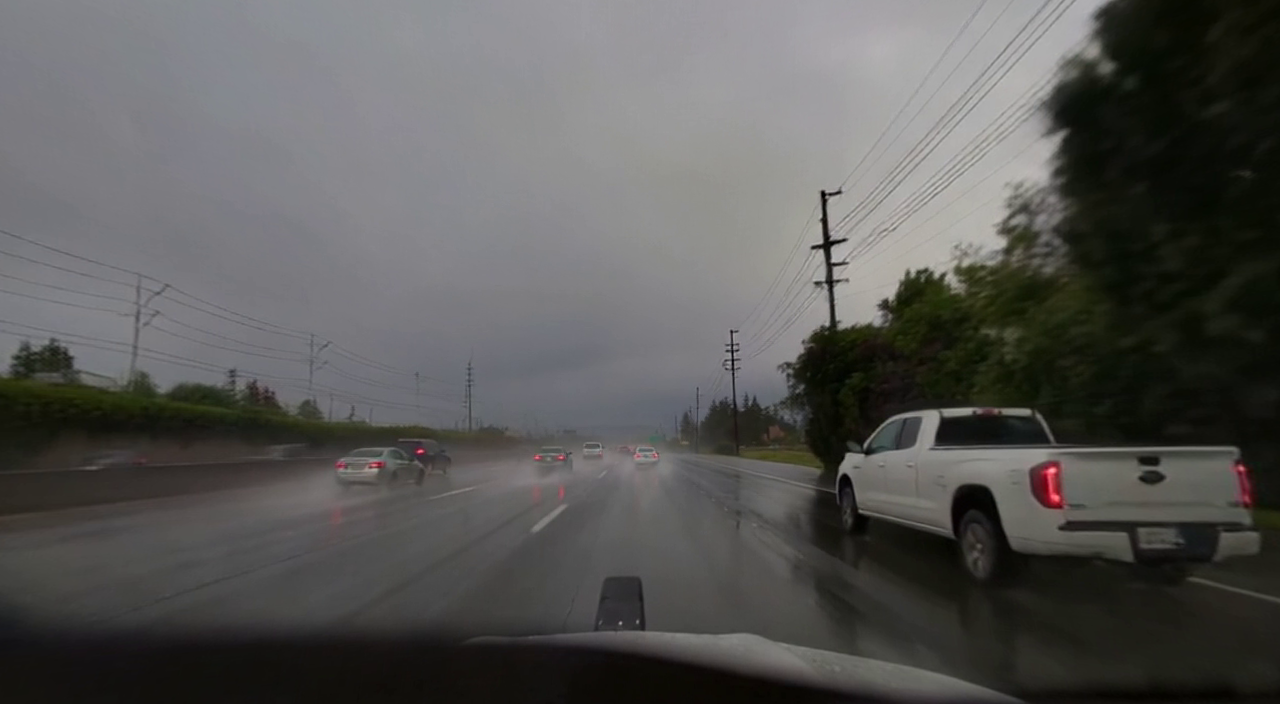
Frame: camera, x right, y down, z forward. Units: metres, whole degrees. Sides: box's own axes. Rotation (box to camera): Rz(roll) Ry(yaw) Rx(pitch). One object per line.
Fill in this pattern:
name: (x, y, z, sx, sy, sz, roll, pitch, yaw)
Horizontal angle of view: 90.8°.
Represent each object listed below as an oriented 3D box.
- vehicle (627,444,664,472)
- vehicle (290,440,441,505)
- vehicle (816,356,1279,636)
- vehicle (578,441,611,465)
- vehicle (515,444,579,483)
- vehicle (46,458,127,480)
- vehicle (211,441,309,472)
vehicle: (0.300, 6.014, 36.049, 2.030, 1.471, 4.115, 0, -9, 0)
vehicle: (-7.095, 3.144, 16.998, 1.959, 1.496, 4.740, 0, -9, 0)
vehicle: (3.865, 1.365, 6.974, 2.231, 1.919, 5.086, 0, -9, -2)
vehicle: (-3.438, 7.732, 48.453, 2.244, 1.752, 4.439, 0, -9, 0)
vehicle: (-3.680, 4.484, 25.675, 1.938, 1.444, 4.206, 0, -9, 0)
vehicle: (-42.143, 8.932, 48.284, 1.836, 1.503, 4.782, 0, -9, 0)
vehicle: (-22.792, 6.307, 38.294, 2.148, 1.720, 6.182, 0, -9, 0)
